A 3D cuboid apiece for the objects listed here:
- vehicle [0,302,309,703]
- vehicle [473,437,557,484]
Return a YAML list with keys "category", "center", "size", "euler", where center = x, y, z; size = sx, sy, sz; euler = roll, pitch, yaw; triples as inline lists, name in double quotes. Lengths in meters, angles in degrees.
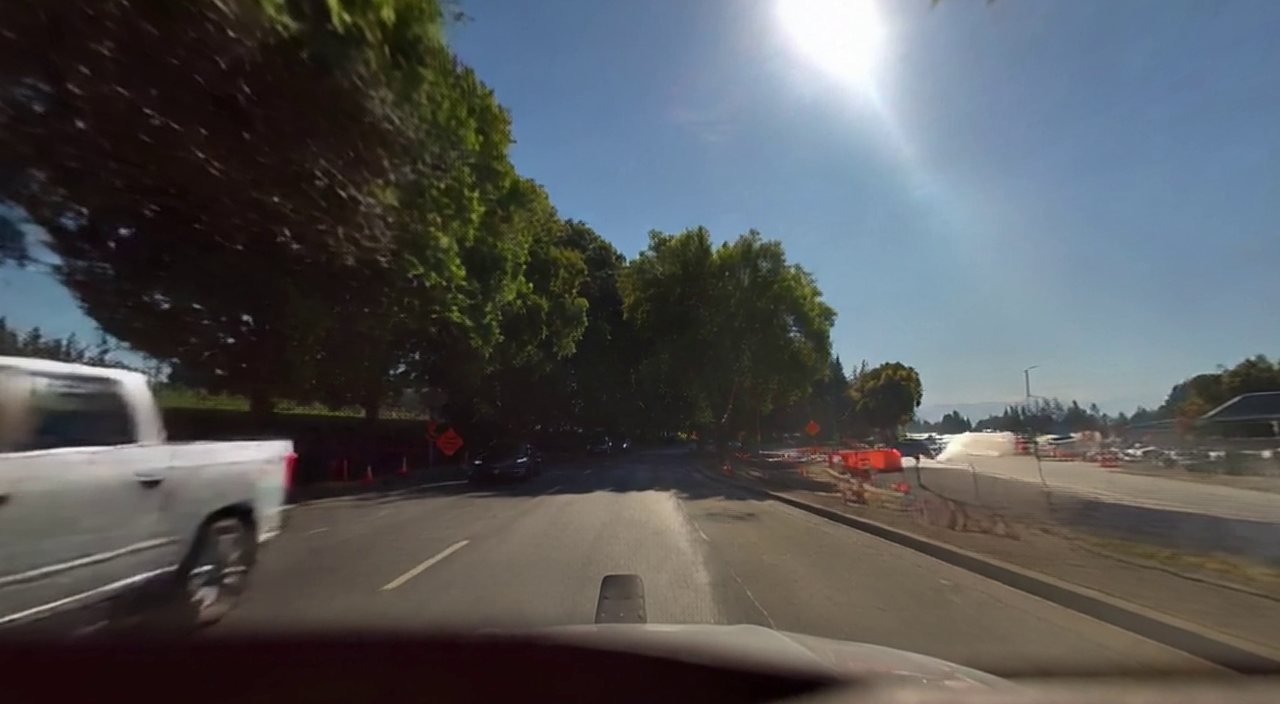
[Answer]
- category: "vehicle"
  center: [-4.095, 0.852, 3.488]
  size: [2.064, 2.009, 4.512]
  euler: [-1, -8, 0]
- category: "vehicle"
  center: [-4.272, 3.776, 22.288]
  size: [1.964, 1.481, 4.199]
  euler: [-1, -8, 2]
